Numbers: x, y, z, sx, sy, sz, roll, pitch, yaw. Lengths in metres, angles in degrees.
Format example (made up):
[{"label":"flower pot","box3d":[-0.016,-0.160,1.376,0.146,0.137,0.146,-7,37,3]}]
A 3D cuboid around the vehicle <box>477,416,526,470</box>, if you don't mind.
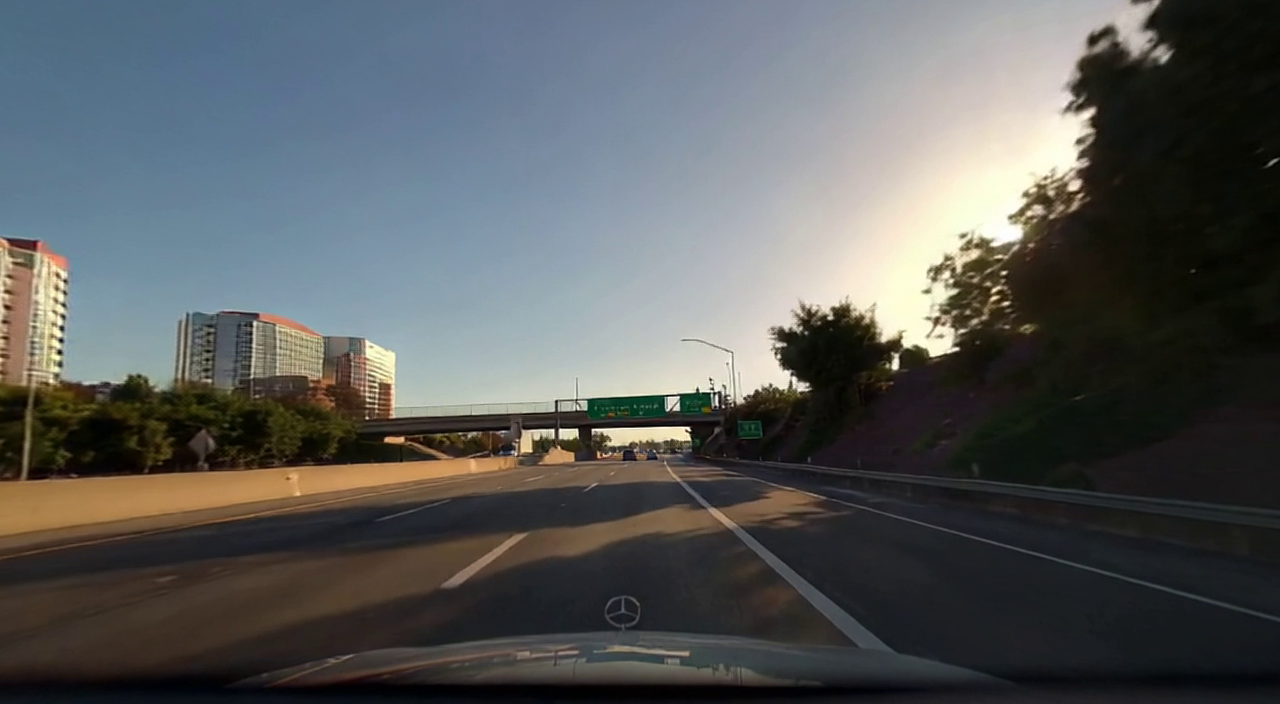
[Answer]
[{"label":"vehicle","box3d":[-10.572,7.020,48.538,2.818,3.939,3.780,-1,-9,1]}]
